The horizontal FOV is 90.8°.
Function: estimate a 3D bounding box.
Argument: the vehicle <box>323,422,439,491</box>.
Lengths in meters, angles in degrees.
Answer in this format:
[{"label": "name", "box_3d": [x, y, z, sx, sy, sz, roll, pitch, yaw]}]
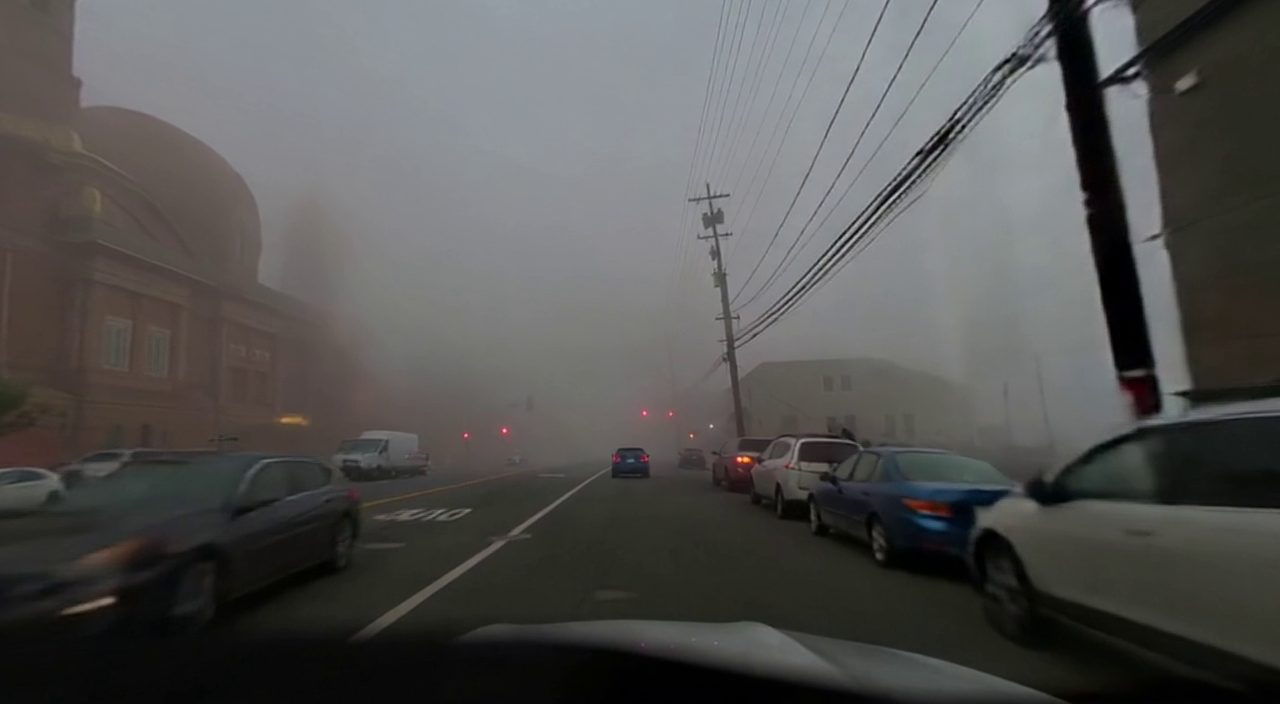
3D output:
[{"label": "vehicle", "box_3d": [-12.149, 4.943, 30.285, 2.961, 2.739, 6.276, -4, -8, -1]}]

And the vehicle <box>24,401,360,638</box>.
[{"label": "vehicle", "box_3d": [-5.072, 1.616, 7.161, 2.240, 1.731, 4.470, 7, -11, -39]}]

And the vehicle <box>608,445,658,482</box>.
[{"label": "vehicle", "box_3d": [-0.286, 4.853, 27.795, 2.049, 1.453, 4.299, 0, -9, 0]}]

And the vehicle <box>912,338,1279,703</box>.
[{"label": "vehicle", "box_3d": [3.595, 0.947, 3.086, 2.106, 1.750, 5.328, 2, -9, -1]}]

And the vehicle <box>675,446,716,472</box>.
[{"label": "vehicle", "box_3d": [3.481, 6.850, 40.570, 1.944, 1.530, 4.539, 0, -9, -4]}]
